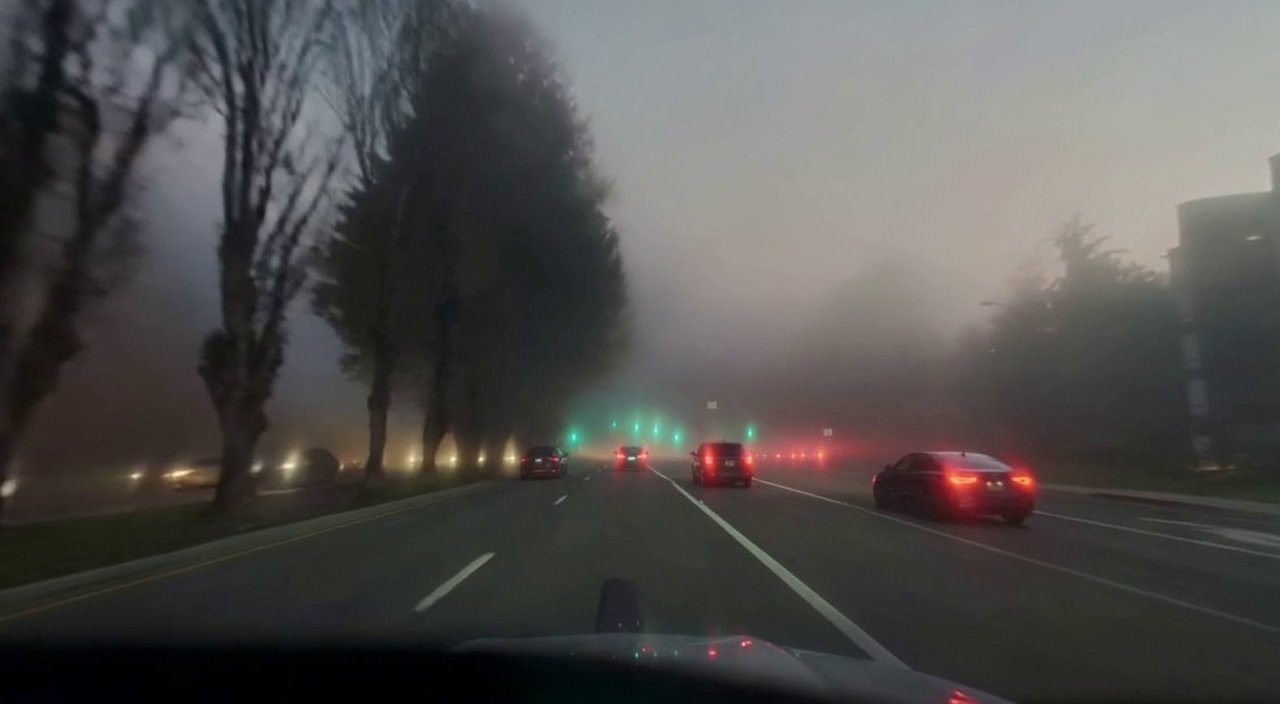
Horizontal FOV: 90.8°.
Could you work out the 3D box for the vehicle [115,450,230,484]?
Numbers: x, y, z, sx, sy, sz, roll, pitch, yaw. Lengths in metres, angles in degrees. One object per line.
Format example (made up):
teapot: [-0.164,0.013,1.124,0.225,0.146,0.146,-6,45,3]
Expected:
vehicle: [-22.599,5.559,30.840,2.019,1.467,4.808,0,-8,-1]

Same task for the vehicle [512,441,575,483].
vehicle: [-4.197,4.826,28.049,2.172,1.671,4.175,0,-8,-1]

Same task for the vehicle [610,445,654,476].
vehicle: [-0.468,5.596,32.882,2.155,1.486,4.403,0,-8,-2]

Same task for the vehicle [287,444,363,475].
vehicle: [-19.023,6.502,38.431,2.241,1.732,4.747,0,-8,-1]

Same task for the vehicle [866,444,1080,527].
vehicle: [6.495,2.609,13.025,1.945,1.408,4.288,0,-8,-2]

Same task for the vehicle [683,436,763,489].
vehicle: [2.899,3.973,23.078,2.161,1.716,4.194,0,-8,-3]

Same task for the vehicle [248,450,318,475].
vehicle: [-22.830,7.039,40.610,1.919,1.462,4.580,0,-8,-1]
